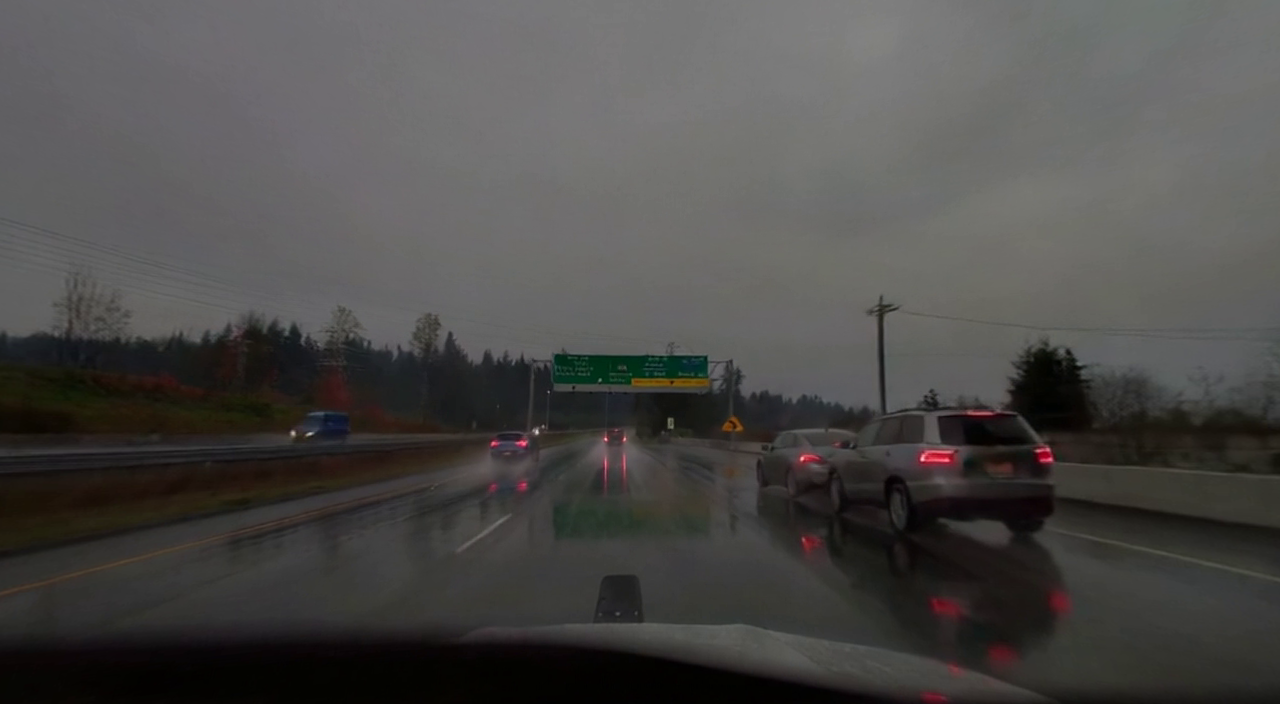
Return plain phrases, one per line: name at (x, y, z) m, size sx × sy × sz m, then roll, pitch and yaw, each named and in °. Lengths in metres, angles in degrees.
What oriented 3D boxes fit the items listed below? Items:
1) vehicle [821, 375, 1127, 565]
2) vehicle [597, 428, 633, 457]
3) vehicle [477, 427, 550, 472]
vehicle at (3.887, 1.401, 8.103) m, size 1.976 × 1.905 × 3.263 m, roll 0°, pitch -7°, yaw -3°
vehicle at (-1.591, 5.723, 40.023) m, size 2.159 × 1.690 × 3.720 m, roll 0°, pitch -7°, yaw -3°
vehicle at (-4.818, 3.754, 24.578) m, size 2.100 × 1.590 × 4.077 m, roll 0°, pitch -7°, yaw -1°
